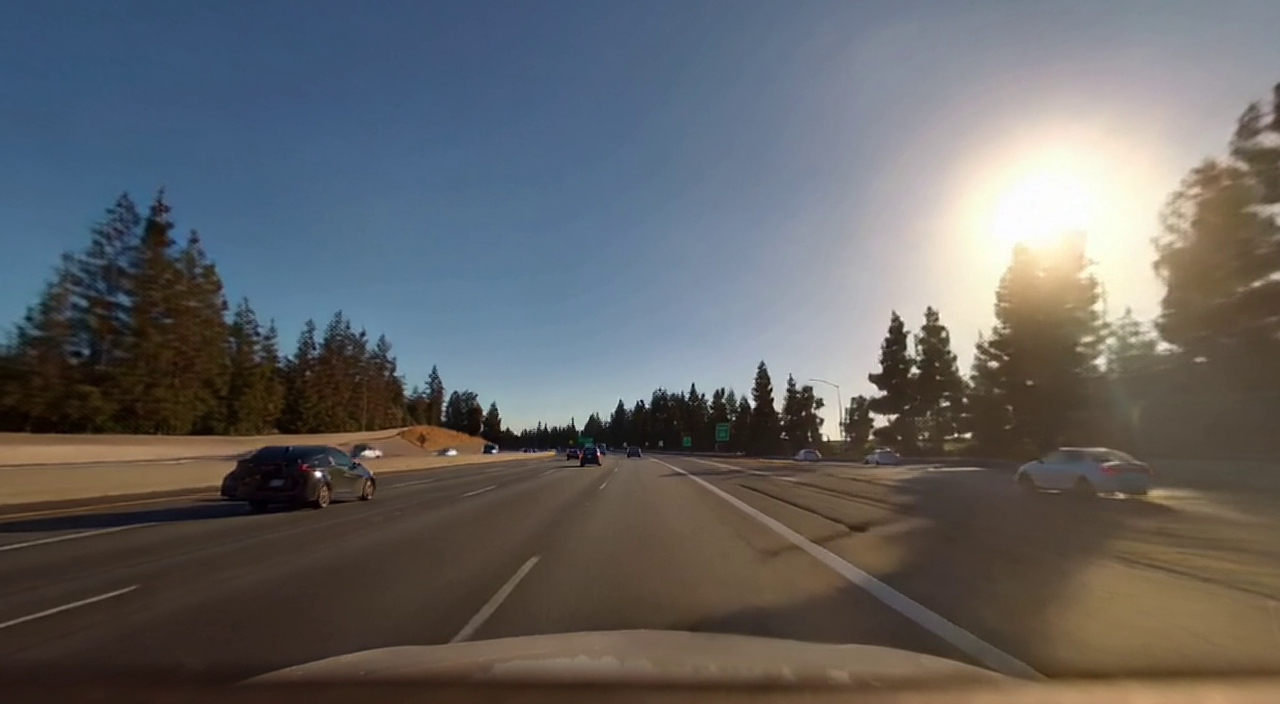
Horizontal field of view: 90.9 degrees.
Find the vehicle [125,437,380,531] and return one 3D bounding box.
[{"bbox_3d":[-7.130,2.448,12.393,2.038,1.463,4.656,0,-8,0],"label":"vehicle"}]

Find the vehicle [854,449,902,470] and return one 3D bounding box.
[{"bbox_3d":[17.338,7.829,46.179,1.950,1.462,4.391,0,-8,3],"label":"vehicle"}]

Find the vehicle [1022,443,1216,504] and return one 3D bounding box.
[{"bbox_3d":[13.732,3.467,18.582,2.201,1.535,4.735,0,-8,4],"label":"vehicle"}]

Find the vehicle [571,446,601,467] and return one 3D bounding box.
[{"bbox_3d":[-4.009,7.868,47.592,1.936,1.465,4.060,0,-8,0],"label":"vehicle"}]
